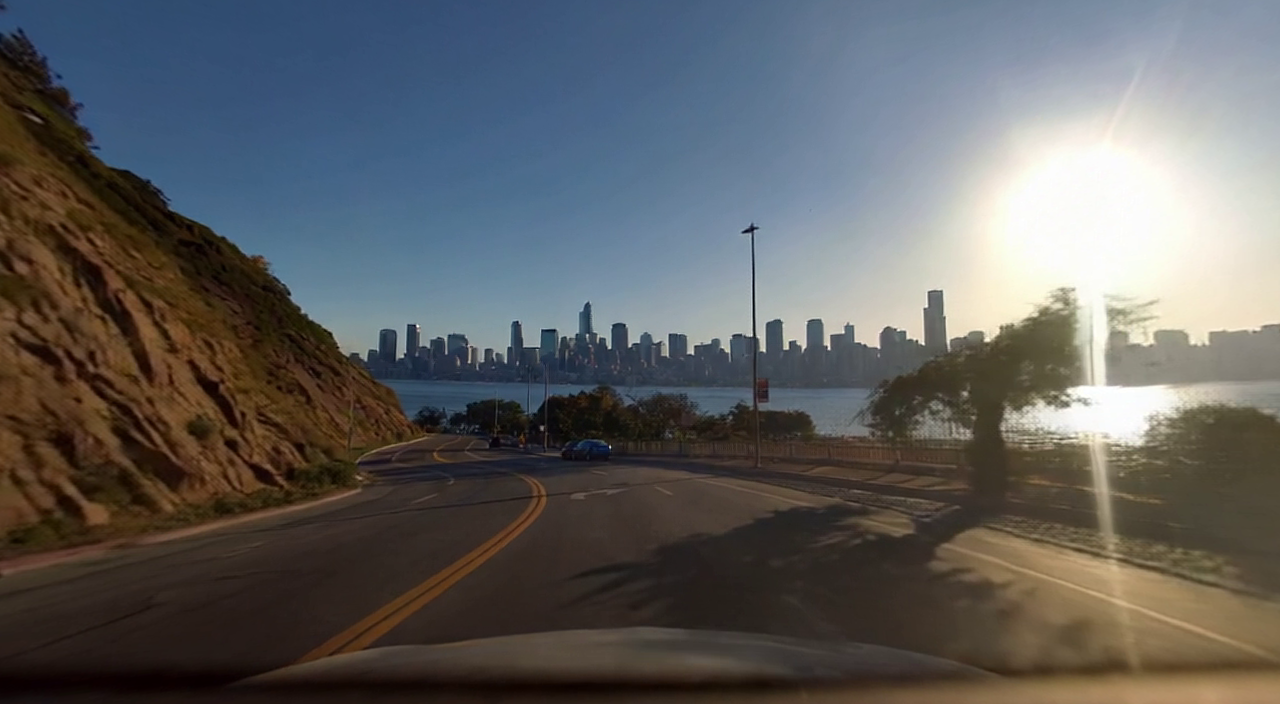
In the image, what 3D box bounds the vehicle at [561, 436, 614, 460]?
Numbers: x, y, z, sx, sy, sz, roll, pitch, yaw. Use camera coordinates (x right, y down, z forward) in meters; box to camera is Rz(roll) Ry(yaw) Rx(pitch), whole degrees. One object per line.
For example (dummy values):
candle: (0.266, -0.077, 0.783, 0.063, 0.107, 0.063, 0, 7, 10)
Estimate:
vehicle: (-3.849, 7.136, 47.144, 2.064, 1.667, 4.453, -4, -9, 23)
